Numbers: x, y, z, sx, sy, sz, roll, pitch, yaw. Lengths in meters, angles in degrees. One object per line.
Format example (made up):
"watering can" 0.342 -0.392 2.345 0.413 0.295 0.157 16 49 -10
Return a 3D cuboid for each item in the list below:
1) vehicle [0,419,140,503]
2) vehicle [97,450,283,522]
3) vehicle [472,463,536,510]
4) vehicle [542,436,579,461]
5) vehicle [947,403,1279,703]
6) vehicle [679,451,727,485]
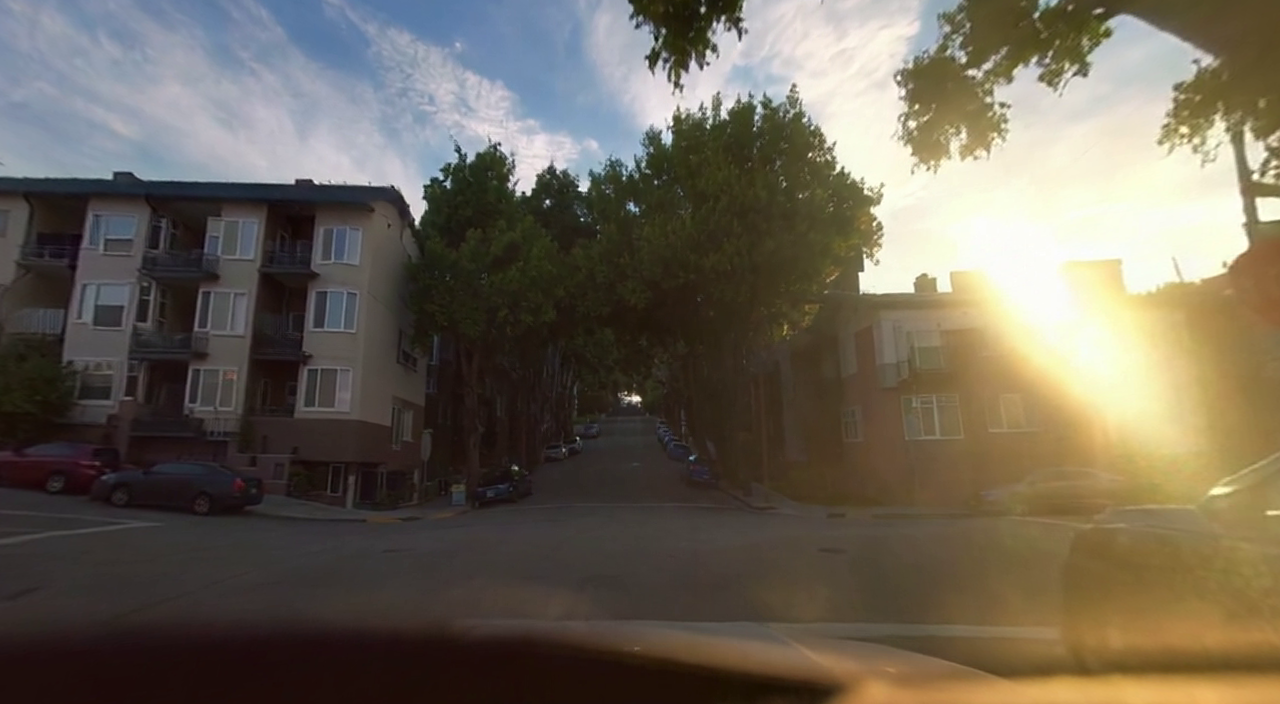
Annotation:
"vehicle" -19.132 3.369 19.956 4.665 1.866 2.002 10 -10 -1
"vehicle" -13.998 4.197 19.862 4.243 1.676 1.844 6 -12 1
"vehicle" -5.873 5.825 27.721 1.987 1.662 4.141 -2 -8 -1
"vehicle" -6.181 7.523 49.358 2.101 1.732 4.119 -3 -7 3
"vehicle" 3.350 0.946 2.160 2.064 1.548 5.186 0 -8 1
"vehicle" 3.413 6.423 35.355 2.051 1.526 4.673 0 -6 -2
